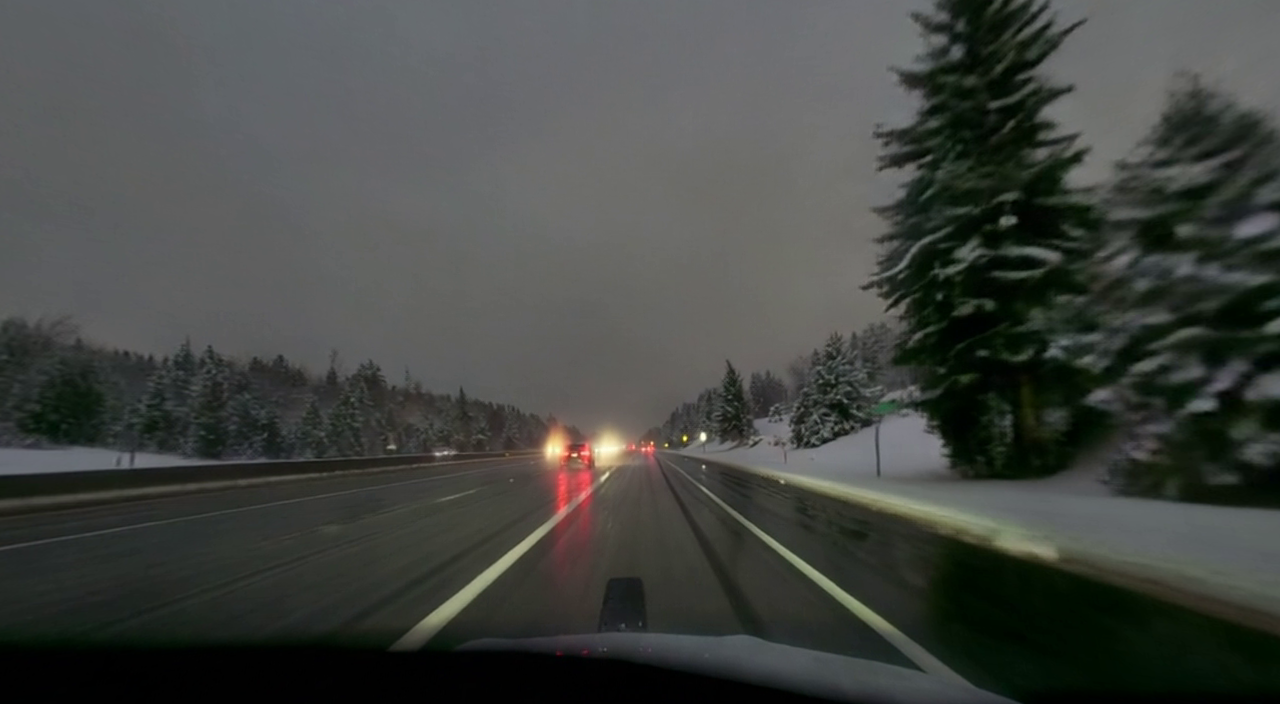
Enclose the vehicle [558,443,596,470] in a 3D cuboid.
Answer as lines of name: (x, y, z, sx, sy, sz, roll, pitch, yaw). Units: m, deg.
vehicle: (-3.712, 6.218, 37.705, 1.786, 1.488, 4.023, 0, -8, 1)
